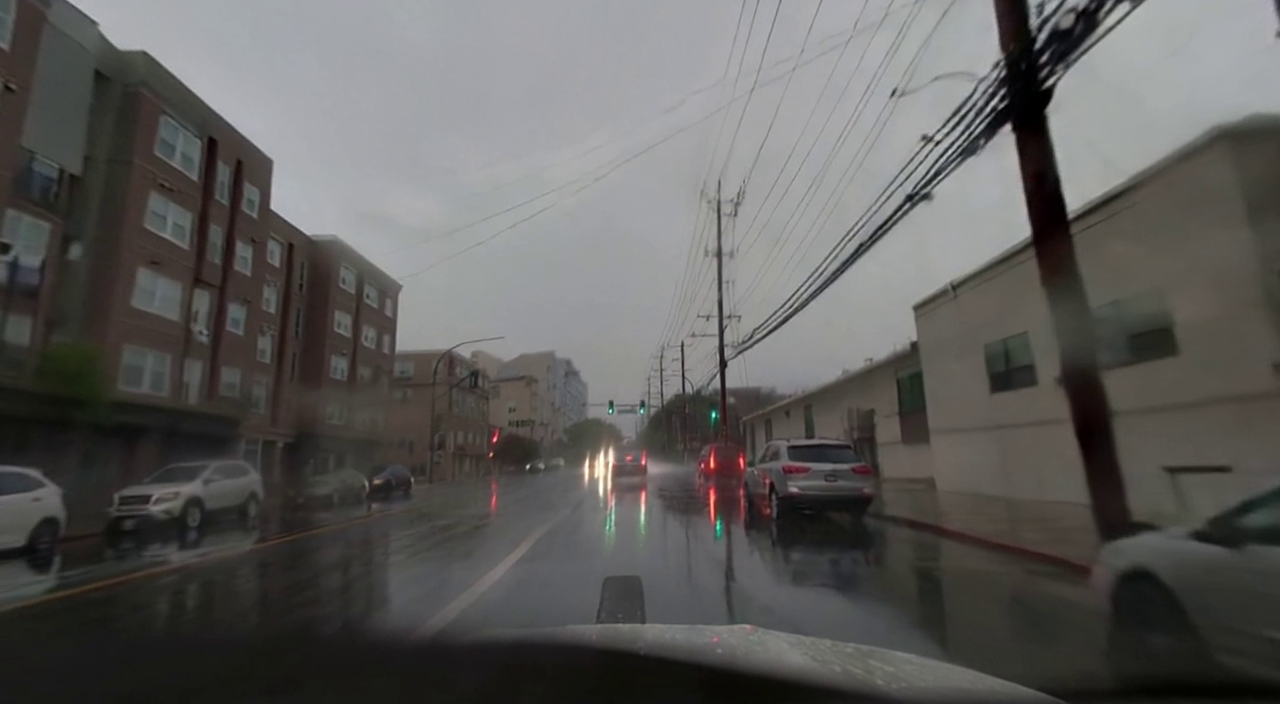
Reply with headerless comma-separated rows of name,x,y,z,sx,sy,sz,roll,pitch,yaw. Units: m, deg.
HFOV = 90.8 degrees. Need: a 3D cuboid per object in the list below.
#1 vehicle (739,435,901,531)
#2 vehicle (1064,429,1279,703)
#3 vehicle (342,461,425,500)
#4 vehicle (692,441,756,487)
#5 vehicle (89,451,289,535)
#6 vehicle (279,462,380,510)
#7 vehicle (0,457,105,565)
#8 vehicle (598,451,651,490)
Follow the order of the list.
vehicle,3.734,2.816,14.168,2.186,1.764,4.470,0,-9,-2
vehicle,4.056,1.002,2.280,1.956,1.489,4.441,0,-9,0
vehicle,-11.914,5.948,29.698,1.910,1.498,4.662,-3,-9,1
vehicle,3.791,5.192,29.575,2.248,1.945,5.011,0,-9,-1
vehicle,-11.857,3.659,17.163,1.997,1.918,4.736,0,-9,-1
vehicle,-11.958,5.138,24.649,2.004,1.526,3.807,-3,-9,0
vehicle,-11.856,2.657,10.389,2.039,1.781,4.536,0,-9,1
vehicle,-0.570,4.836,26.144,2.019,1.453,4.129,0,-9,0
